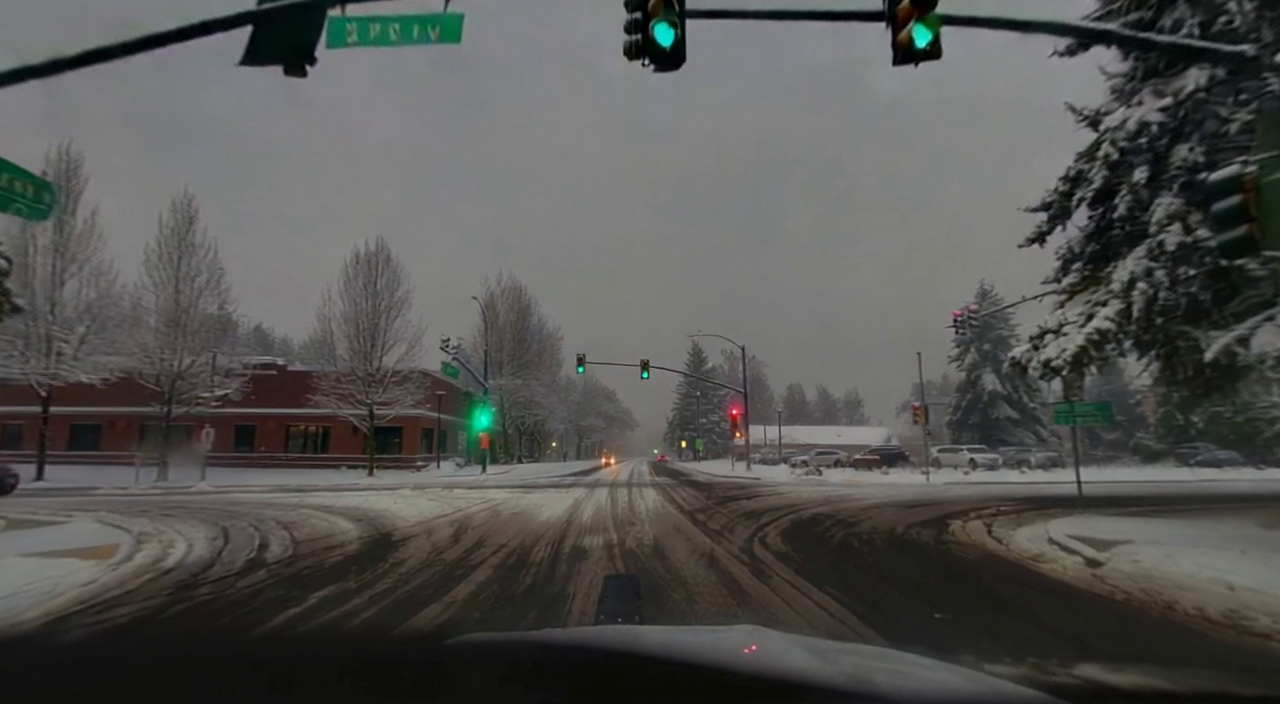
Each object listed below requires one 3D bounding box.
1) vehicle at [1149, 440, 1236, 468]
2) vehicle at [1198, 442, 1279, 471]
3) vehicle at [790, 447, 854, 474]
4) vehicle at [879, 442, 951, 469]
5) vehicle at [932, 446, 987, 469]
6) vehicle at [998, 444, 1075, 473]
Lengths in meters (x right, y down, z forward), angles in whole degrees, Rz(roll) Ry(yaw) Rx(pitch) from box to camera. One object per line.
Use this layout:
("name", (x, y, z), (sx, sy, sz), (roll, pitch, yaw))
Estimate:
("vehicle", (29.022, 5.363, 33.026), (1.591, 1.332, 3.202), (-2, -9, 1))
("vehicle", (31.444, 5.421, 32.669), (1.612, 1.402, 3.320), (-1, -9, 0))
("vehicle", (11.160, 6.597, 38.184), (1.955, 1.508, 4.295), (-8, -12, 42))
("vehicle", (16.966, 6.346, 38.595), (4.522, 1.546, 1.941), (6, -11, -35))
("vehicle", (21.880, 7.211, 43.074), (1.923, 1.463, 3.758), (-1, -8, 3))
("vehicle", (20.975, 5.614, 33.315), (1.851, 1.388, 3.475), (0, -8, 1))
